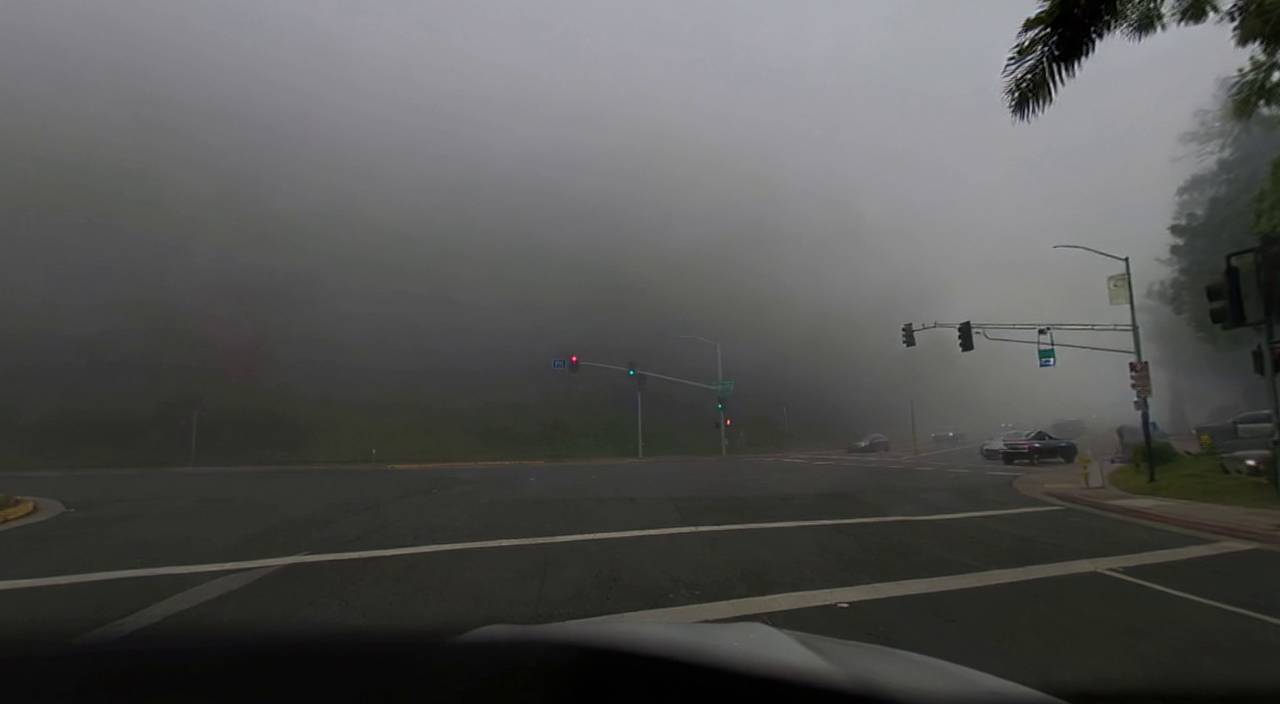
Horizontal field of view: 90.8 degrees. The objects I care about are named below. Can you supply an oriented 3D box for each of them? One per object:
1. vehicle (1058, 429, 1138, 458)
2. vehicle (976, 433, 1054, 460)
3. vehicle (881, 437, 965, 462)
[{"bbox_3d":[36.074,7.213,49.737,6.148,2.119,2.473,4,-10,-28],"label":"vehicle"},{"bbox_3d":[26.910,6.741,45.283,5.032,1.828,2.183,4,-9,-24],"label":"vehicle"},{"bbox_3d":[18.656,6.433,41.637,5.234,1.549,1.982,4,-9,-24],"label":"vehicle"}]
